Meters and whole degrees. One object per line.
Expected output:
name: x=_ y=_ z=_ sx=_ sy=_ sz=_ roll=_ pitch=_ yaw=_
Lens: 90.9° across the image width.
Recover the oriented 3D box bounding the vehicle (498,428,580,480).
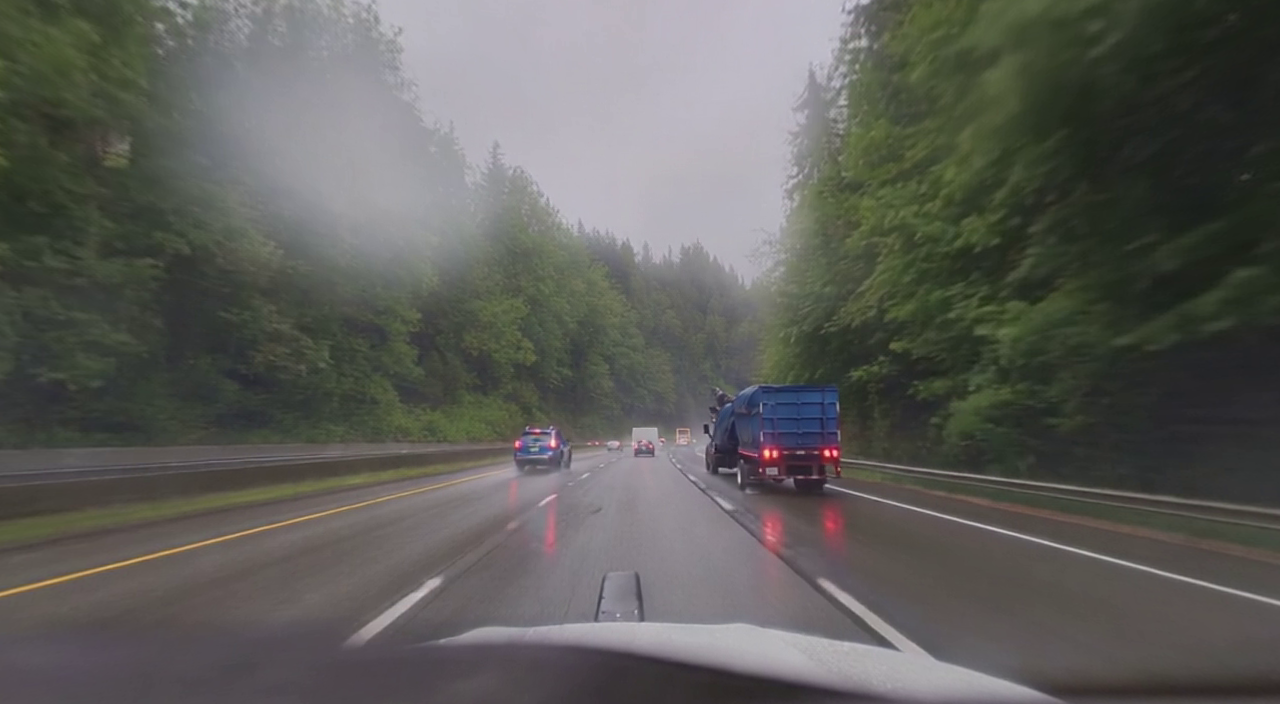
vehicle: x=-3.280 y=3.394 z=21.354 sx=2.008 sy=1.588 sz=4.147 roll=0 pitch=-8 yaw=1

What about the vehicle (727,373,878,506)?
vehicle: x=3.453 y=1.965 z=14.355 sx=2.256 sy=2.568 sz=4.049 roll=0 pitch=-8 yaw=-1
